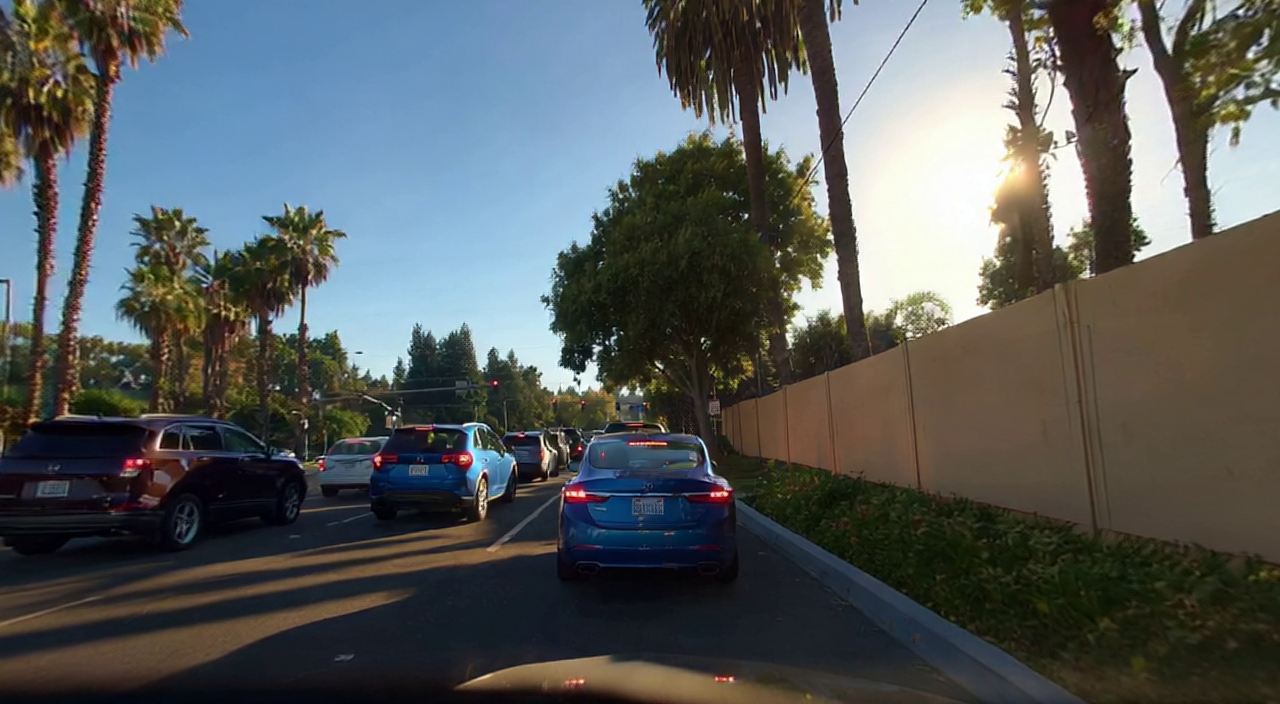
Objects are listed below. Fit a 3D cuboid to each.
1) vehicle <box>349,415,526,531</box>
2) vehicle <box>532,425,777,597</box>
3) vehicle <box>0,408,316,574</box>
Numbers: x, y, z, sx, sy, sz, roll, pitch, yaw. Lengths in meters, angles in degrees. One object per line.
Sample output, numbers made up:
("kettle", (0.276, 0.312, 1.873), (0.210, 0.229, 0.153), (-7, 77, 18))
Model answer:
("vehicle", (-3.462, 2.158, 11.733), (2.007, 1.746, 4.136), (0, -9, -2))
("vehicle", (0.066, 1.708, 7.698), (2.128, 1.473, 4.272), (0, -8, -2))
("vehicle", (-6.677, 1.779, 8.854), (1.963, 1.721, 4.467), (0, -8, -2))
